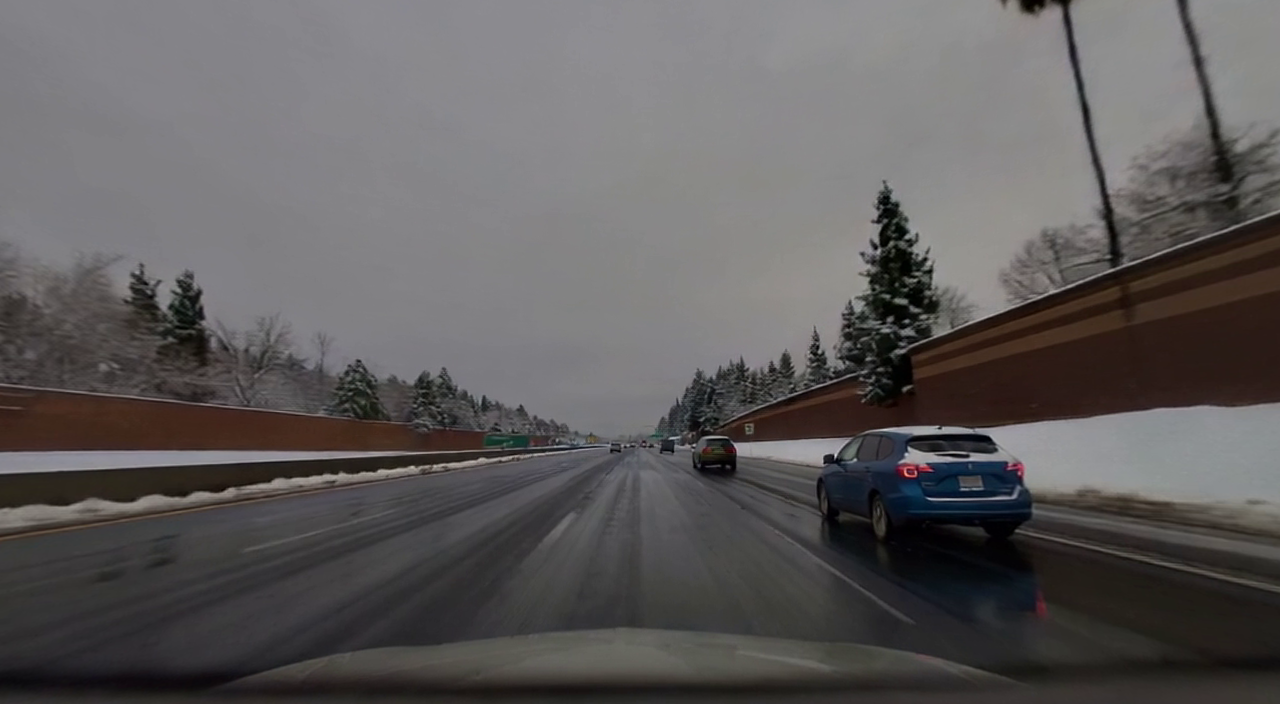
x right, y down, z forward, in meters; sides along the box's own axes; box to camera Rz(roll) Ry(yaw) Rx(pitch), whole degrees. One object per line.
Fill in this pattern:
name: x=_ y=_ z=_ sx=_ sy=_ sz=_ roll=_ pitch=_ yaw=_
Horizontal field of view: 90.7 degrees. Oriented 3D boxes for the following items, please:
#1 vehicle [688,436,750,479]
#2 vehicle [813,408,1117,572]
vehicle: x=3.343 y=4.576 z=27.657 sx=2.045 sy=1.688 sz=4.313 roll=0 pitch=-9 yaw=-1
vehicle: x=3.982 y=1.759 z=8.775 sx=1.910 sy=1.696 sz=4.187 roll=0 pitch=-9 yaw=-1
